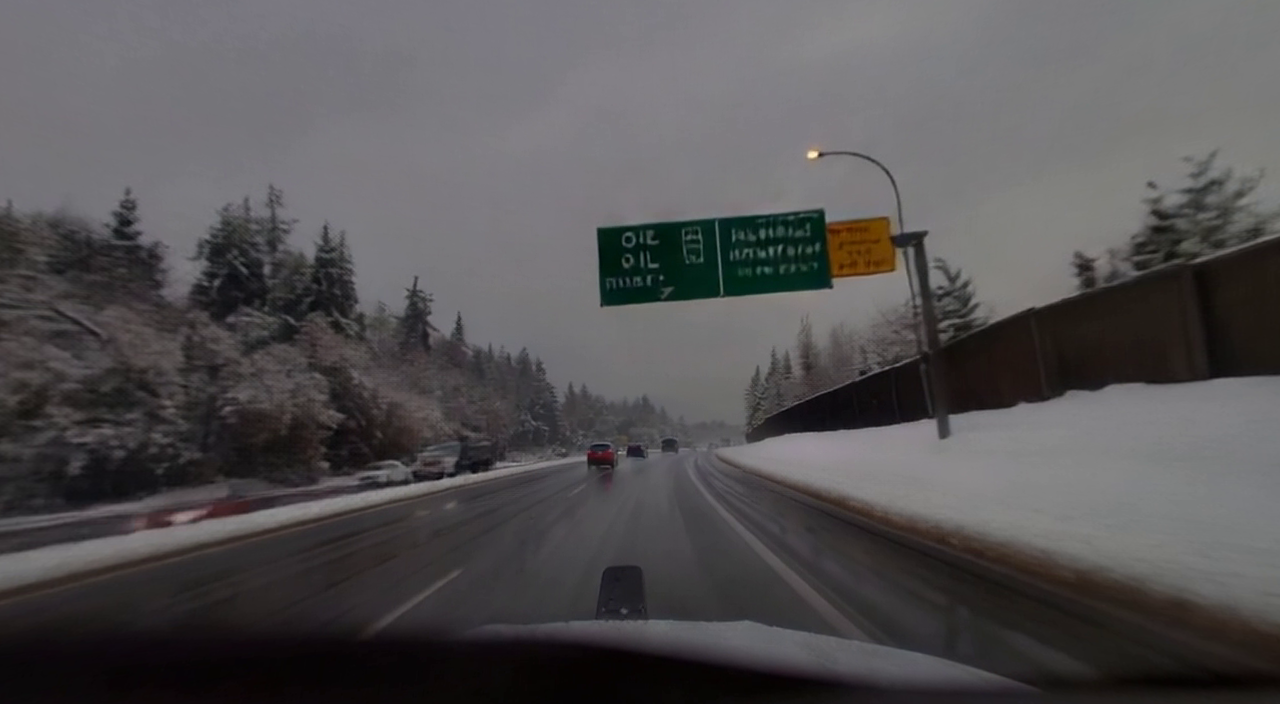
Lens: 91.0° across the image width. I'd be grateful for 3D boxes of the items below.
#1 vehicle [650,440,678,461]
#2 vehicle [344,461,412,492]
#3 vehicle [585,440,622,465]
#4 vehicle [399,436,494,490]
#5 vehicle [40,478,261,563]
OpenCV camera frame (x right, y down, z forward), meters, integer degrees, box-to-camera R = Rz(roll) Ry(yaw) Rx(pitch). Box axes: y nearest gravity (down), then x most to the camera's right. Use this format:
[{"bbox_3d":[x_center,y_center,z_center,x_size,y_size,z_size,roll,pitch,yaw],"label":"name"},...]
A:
[{"bbox_3d":[1.895,7.599,48.462,2.077,1.533,3.854,-1,-8,4],"label":"vehicle"},{"bbox_3d":[-13.994,6.649,33.911,1.697,1.453,4.268,0,-8,3],"label":"vehicle"},{"bbox_3d":[-2.333,6.548,41.111,1.985,1.518,3.847,-1,-8,4],"label":"vehicle"},{"bbox_3d":[-10.237,5.902,34.163,2.476,2.598,7.227,-1,-8,3],"label":"vehicle"},{"bbox_3d":[-10.856,3.716,14.418,1.793,1.414,4.022,0,-8,1],"label":"vehicle"}]
